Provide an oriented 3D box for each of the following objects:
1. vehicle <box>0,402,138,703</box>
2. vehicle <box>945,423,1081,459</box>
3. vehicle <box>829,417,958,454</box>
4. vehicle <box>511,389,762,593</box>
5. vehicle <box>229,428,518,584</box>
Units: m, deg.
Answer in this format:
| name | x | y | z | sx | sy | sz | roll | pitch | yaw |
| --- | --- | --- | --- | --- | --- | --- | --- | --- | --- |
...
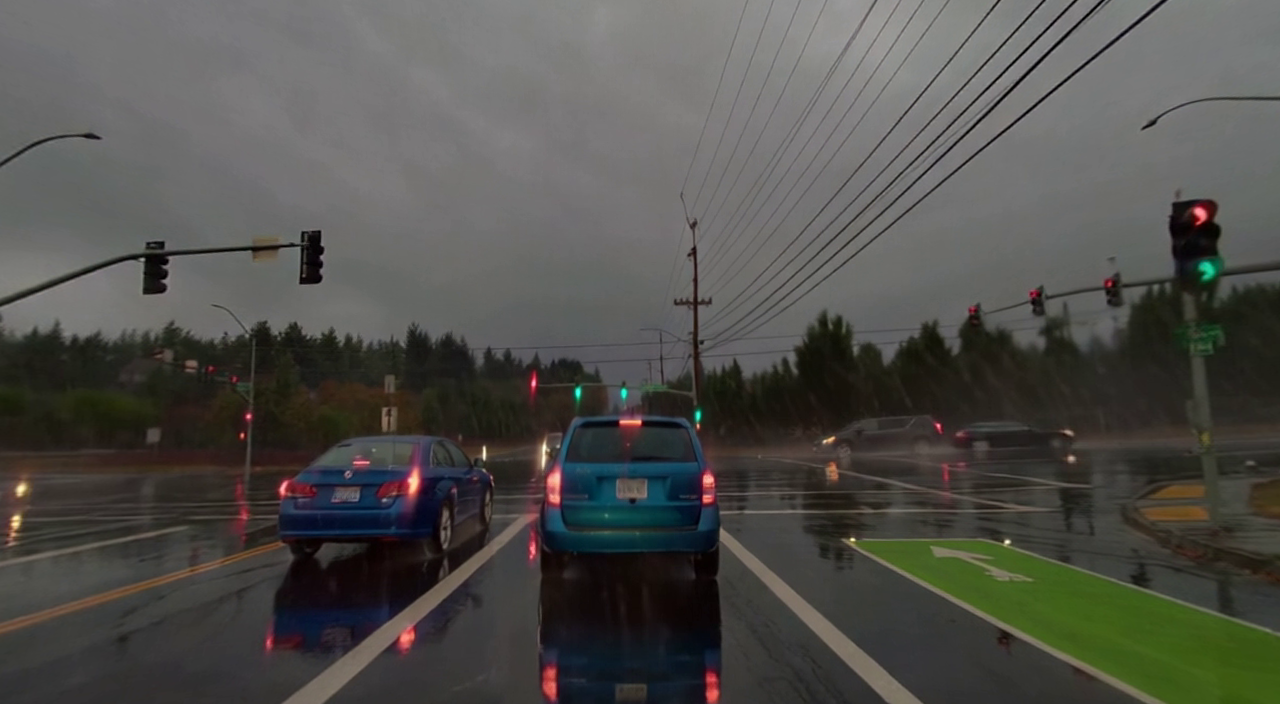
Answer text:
| name | x | y | z | sx | sy | sz | roll | pitch | yaw |
| --- | --- | --- | --- | --- | --- | --- | --- | --- | --- |
| vehicle | -3.351 | 0.655 | 0.434 | 1.928 | 1.488 | 4.936 | 0 | -8 | 1 |
| vehicle | 15.884 | 3.849 | 27.266 | 4.715 | 1.438 | 2.023 | -3 | -9 | 21 |
| vehicle | 13.839 | 4.606 | 34.826 | 6.143 | 1.944 | 2.229 | -1 | -8 | 5 |
| vehicle | -0.060 | 1.508 | 7.622 | 2.182 | 1.773 | 4.041 | 0 | -8 | -1 |
| vehicle | -2.933 | 1.759 | 7.997 | 1.969 | 1.486 | 3.702 | 0 | -8 | 1 |
